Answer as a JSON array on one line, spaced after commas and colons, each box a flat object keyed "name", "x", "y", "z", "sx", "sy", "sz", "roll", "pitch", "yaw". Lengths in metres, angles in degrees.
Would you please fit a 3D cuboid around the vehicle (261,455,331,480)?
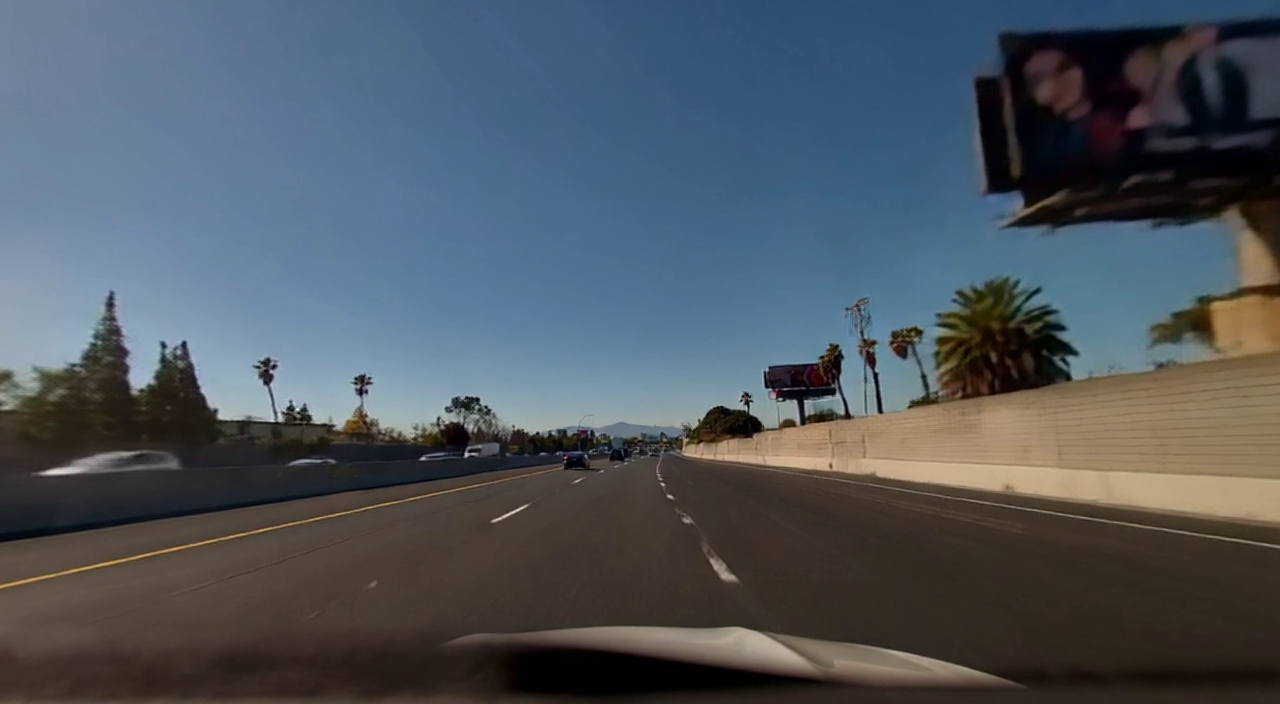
[{"name": "vehicle", "x": -21.783, "y": 7.313, "z": 40.181, "sx": 1.812, "sy": 1.450, "sz": 4.503, "roll": 0, "pitch": -9, "yaw": 1}]

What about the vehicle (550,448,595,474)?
[{"name": "vehicle", "x": -4.049, "y": 6.629, "z": 38.700, "sx": 2.078, "sy": 1.457, "sz": 4.648, "roll": 0, "pitch": -9, "yaw": 2}]

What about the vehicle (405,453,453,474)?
[{"name": "vehicle", "x": -14.993, "y": 7.914, "z": 45.058, "sx": 2.001, "sy": 1.437, "sz": 3.855, "roll": 0, "pitch": -9, "yaw": 1}]

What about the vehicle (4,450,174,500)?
[{"name": "vehicle", "x": -18.763, "y": 4.170, "z": 21.872, "sx": 1.851, "sy": 1.499, "sz": 4.488, "roll": 0, "pitch": -9, "yaw": 0}]
